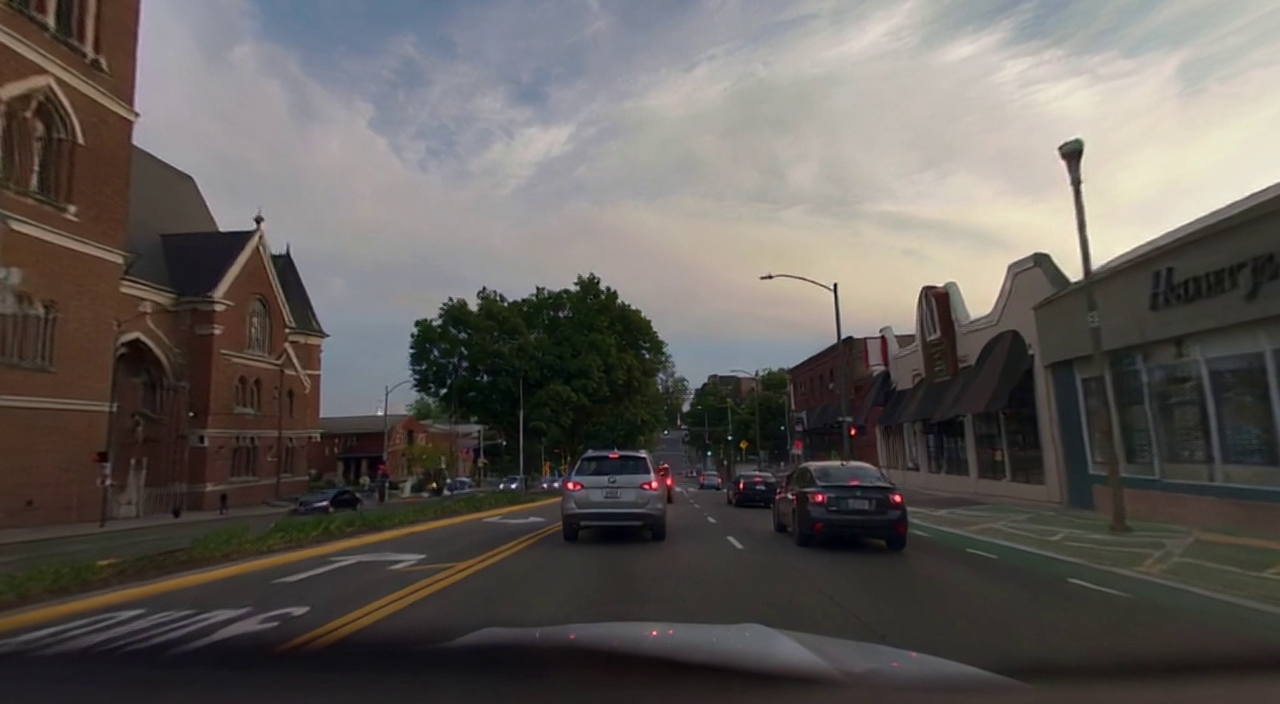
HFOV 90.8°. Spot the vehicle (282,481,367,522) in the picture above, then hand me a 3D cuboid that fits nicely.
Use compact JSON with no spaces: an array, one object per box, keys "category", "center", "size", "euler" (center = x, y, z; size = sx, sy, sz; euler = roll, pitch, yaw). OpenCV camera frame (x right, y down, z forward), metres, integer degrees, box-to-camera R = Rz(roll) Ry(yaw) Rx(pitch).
[{"category":"vehicle","center":[-15.931,7.546,32.222],"size":[1.901,1.532,4.733],"euler":[-1,-7,1]}]

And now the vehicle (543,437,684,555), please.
[{"category":"vehicle","center":[-0.359,2.539,11.879],"size":[2.168,1.776,4.135],"euler":[-1,-8,2]}]

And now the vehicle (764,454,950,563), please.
[{"category":"vehicle","center":[3.562,2.619,11.373],"size":[1.883,1.472,4.471],"euler":[-1,-8,2]}]

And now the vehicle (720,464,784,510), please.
[{"category":"vehicle","center":[4.289,5.232,24.890],"size":[1.890,1.491,4.166],"euler":[-1,-8,2]}]
